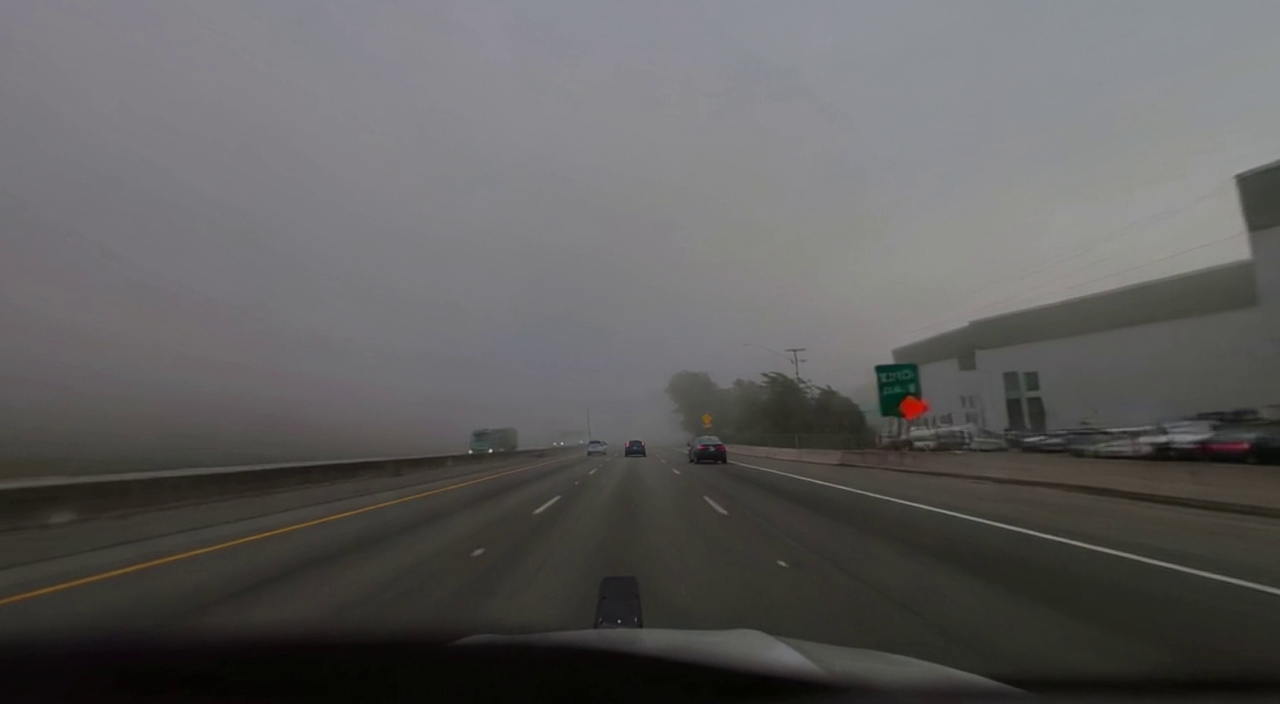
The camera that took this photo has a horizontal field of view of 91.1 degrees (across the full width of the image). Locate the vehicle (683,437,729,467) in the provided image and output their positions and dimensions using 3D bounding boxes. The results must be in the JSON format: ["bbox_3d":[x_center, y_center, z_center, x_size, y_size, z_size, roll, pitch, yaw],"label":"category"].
[{"bbox_3d":[3.567,5.478,34.552,1.992,1.532,3.996,0,-8,-1],"label":"vehicle"}]
